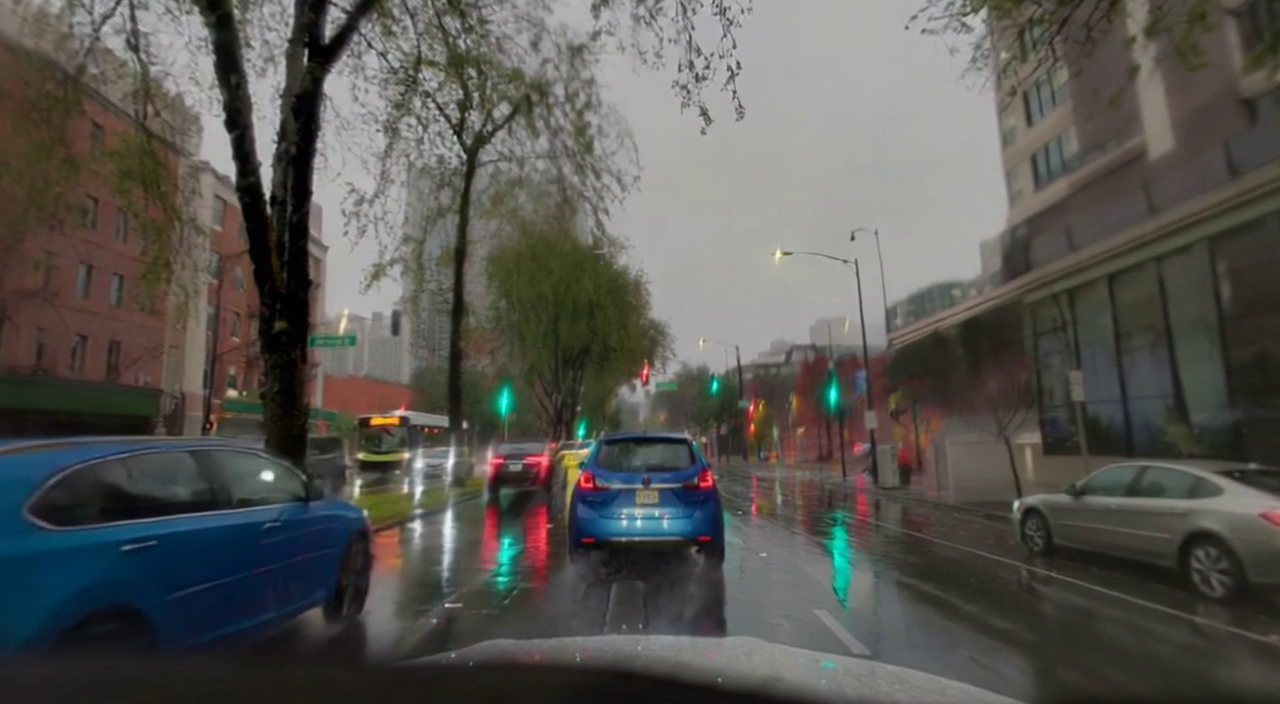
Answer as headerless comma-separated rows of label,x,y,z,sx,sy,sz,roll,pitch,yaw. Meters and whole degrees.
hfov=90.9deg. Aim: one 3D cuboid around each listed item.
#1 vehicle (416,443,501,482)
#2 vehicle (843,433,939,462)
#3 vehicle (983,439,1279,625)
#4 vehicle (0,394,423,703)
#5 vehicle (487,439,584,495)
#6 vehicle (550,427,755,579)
vehicle,-6.968,4.268,24.638,1.964,1.341,4.149,-1,-9,2
vehicle,16.418,6.266,41.512,5.345,1.811,2.175,0,-9,-1
vehicle,5.991,1.709,6.905,1.873,1.453,4.579,0,-9,0
vehicle,-3.103,1.164,3.849,1.970,1.492,4.534,0,-9,0
vehicle,-3.010,3.407,19.076,2.131,1.486,4.089,0,-9,1
vehicle,0.097,1.764,8.074,2.022,1.481,3.564,0,-9,-1
